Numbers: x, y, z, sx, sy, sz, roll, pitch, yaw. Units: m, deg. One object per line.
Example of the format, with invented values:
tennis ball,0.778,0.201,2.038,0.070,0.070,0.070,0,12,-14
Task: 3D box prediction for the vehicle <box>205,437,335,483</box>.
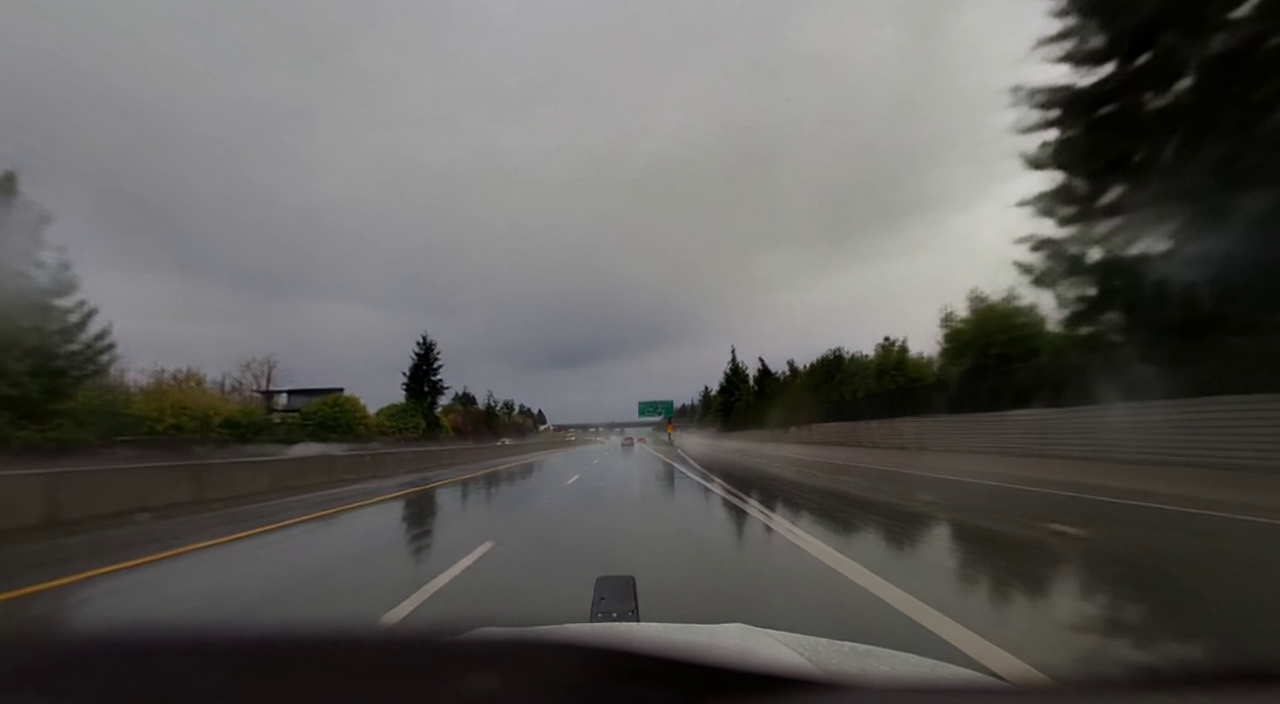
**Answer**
vehicle,-13.163,3.823,22.827,1.966,1.437,4.663,1,-8,-1
